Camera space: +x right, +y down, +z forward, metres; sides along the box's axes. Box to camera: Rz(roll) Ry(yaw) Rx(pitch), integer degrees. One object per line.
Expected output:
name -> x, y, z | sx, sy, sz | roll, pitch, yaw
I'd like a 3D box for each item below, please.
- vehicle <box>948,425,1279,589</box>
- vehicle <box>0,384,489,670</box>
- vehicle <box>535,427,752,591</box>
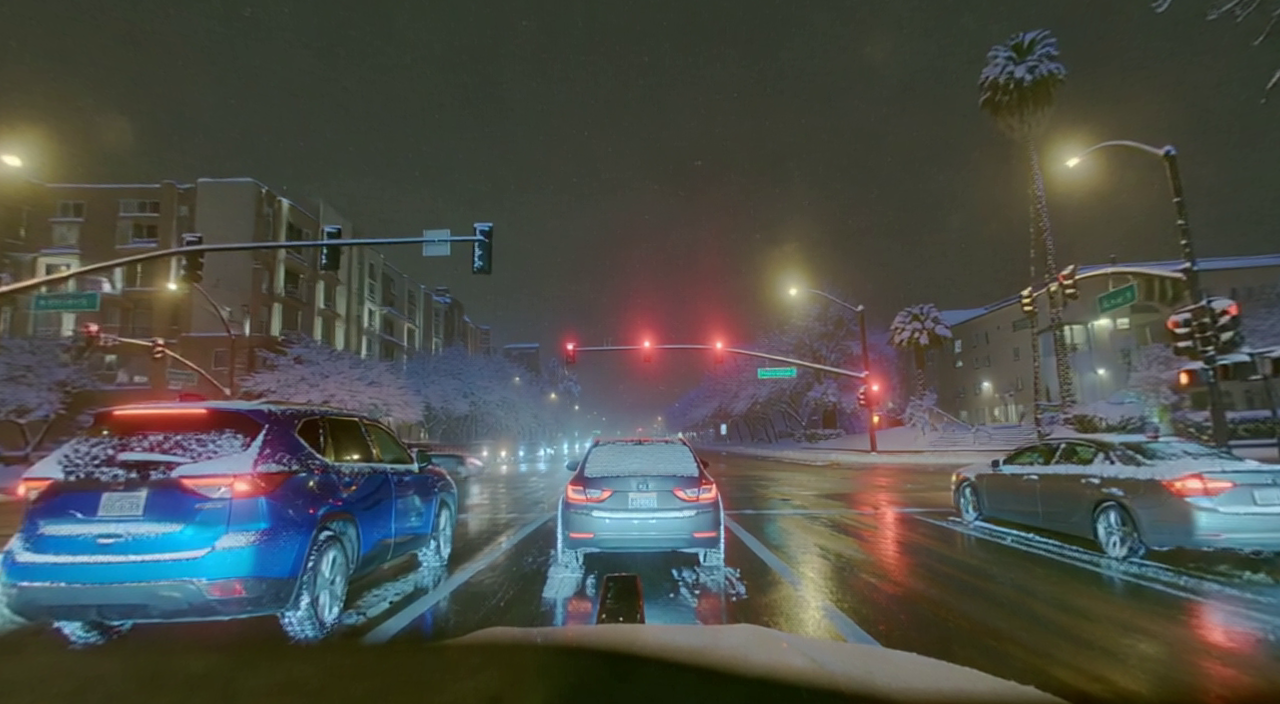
vehicle -> 6.091, 1.758, 8.099 | 1.970, 1.489, 4.482 | 0, -8, -1
vehicle -> -3.102, 1.366, 6.066 | 2.051, 1.682, 4.467 | 0, -8, 2
vehicle -> 0.001, 1.706, 7.714 | 1.942, 1.445, 3.973 | 0, -8, -1
